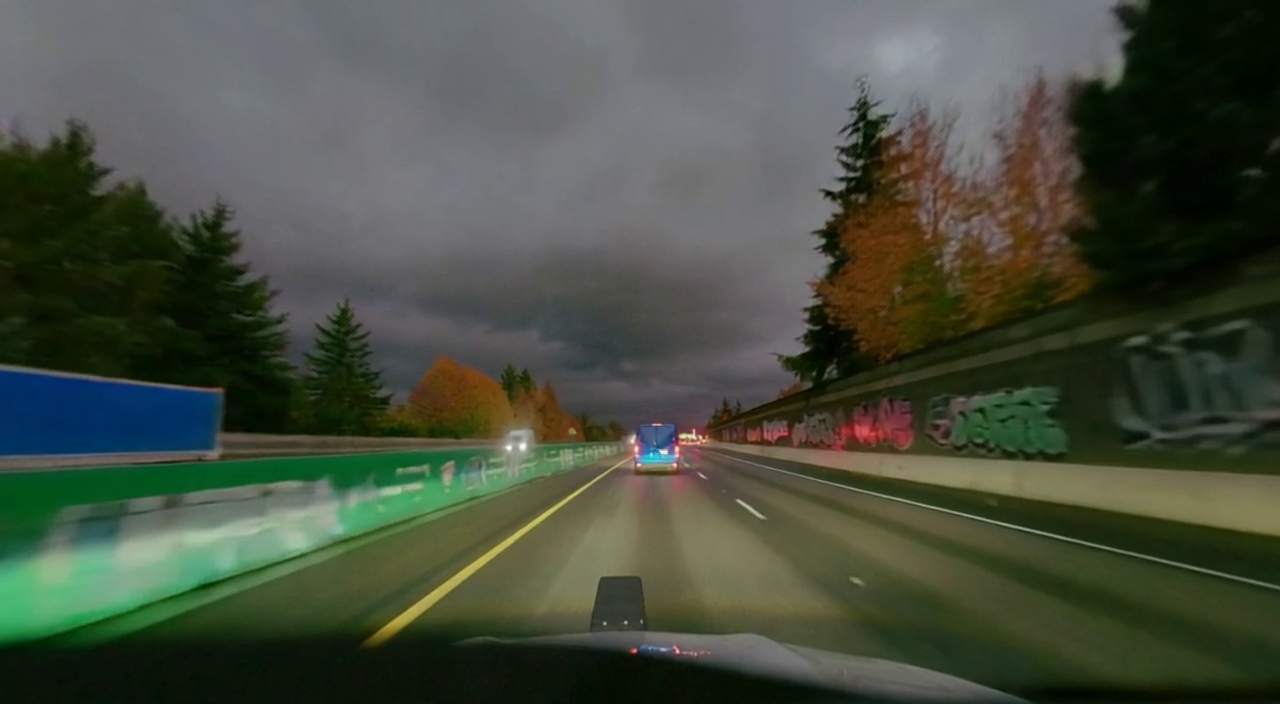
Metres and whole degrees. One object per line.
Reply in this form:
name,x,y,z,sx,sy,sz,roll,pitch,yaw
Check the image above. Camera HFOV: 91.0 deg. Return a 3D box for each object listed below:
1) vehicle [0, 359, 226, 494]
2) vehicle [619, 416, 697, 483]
vehicle,-20.943,2.707,22.148,2.949,4.093,14.052,0,-8,1
vehicle,0.531,3.183,20.728,2.283,1.956,4.421,0,-8,0
